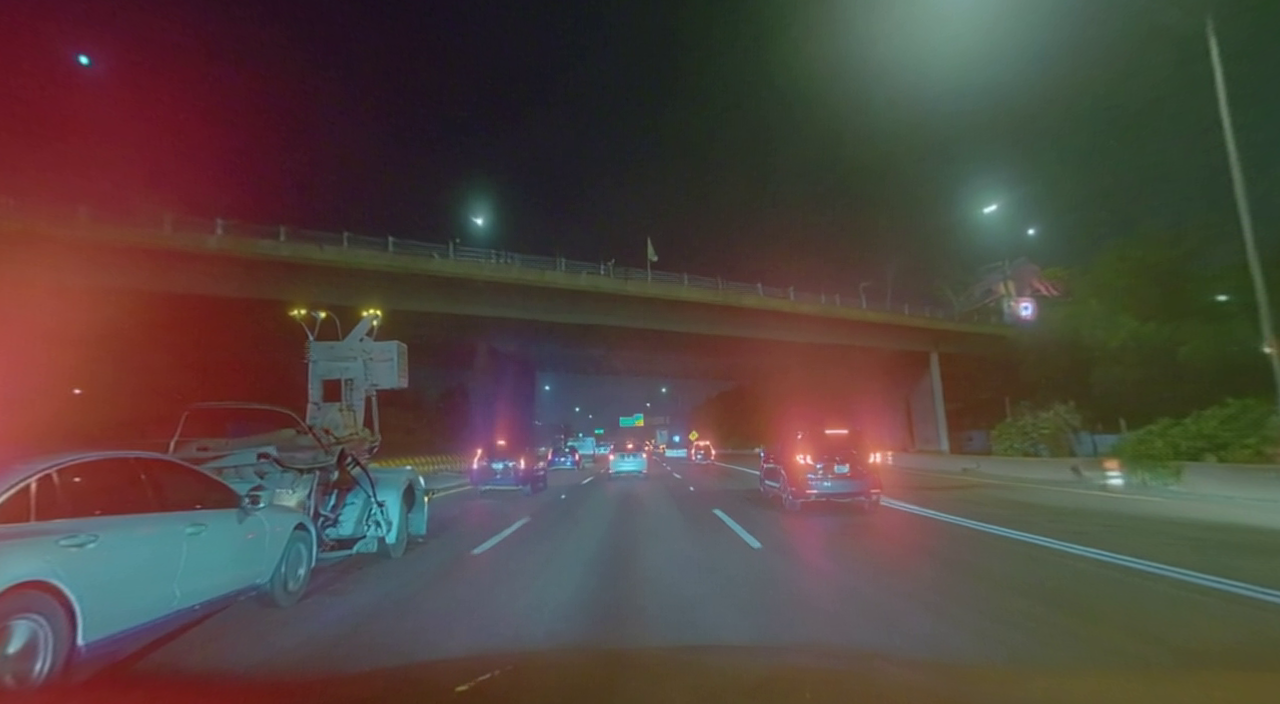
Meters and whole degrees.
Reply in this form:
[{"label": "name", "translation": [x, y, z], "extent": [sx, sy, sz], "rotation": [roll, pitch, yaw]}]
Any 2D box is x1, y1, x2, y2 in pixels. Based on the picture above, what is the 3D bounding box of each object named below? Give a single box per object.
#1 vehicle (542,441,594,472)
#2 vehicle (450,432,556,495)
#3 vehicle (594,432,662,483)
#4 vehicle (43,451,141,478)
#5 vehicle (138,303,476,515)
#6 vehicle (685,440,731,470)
[{"label": "vehicle", "translation": [-3.685, 5.425, 33.001], "extent": [2.141, 1.455, 4.447], "rotation": [0, -8, 1]}, {"label": "vehicle", "translation": [-3.940, 3.292, 18.951], "extent": [2.124, 1.639, 4.344], "rotation": [0, -8, 1]}, {"label": "vehicle", "translation": [-0.393, 3.803, 23.000], "extent": [2.270, 1.696, 4.061], "rotation": [0, -8, 0]}, {"label": "vehicle", "translation": [-34.214, 6.989, 39.572], "extent": [1.909, 1.546, 4.726], "rotation": [0, -8, 0]}, {"label": "vehicle", "translation": [-7.457, 1.785, 16.888], "extent": [2.959, 3.886, 10.574], "rotation": [-1, -8, 2]}, {"label": "vehicle", "translation": [3.572, 5.478, 33.816], "extent": [2.003, 1.465, 4.092], "rotation": [0, -8, -1]}]
